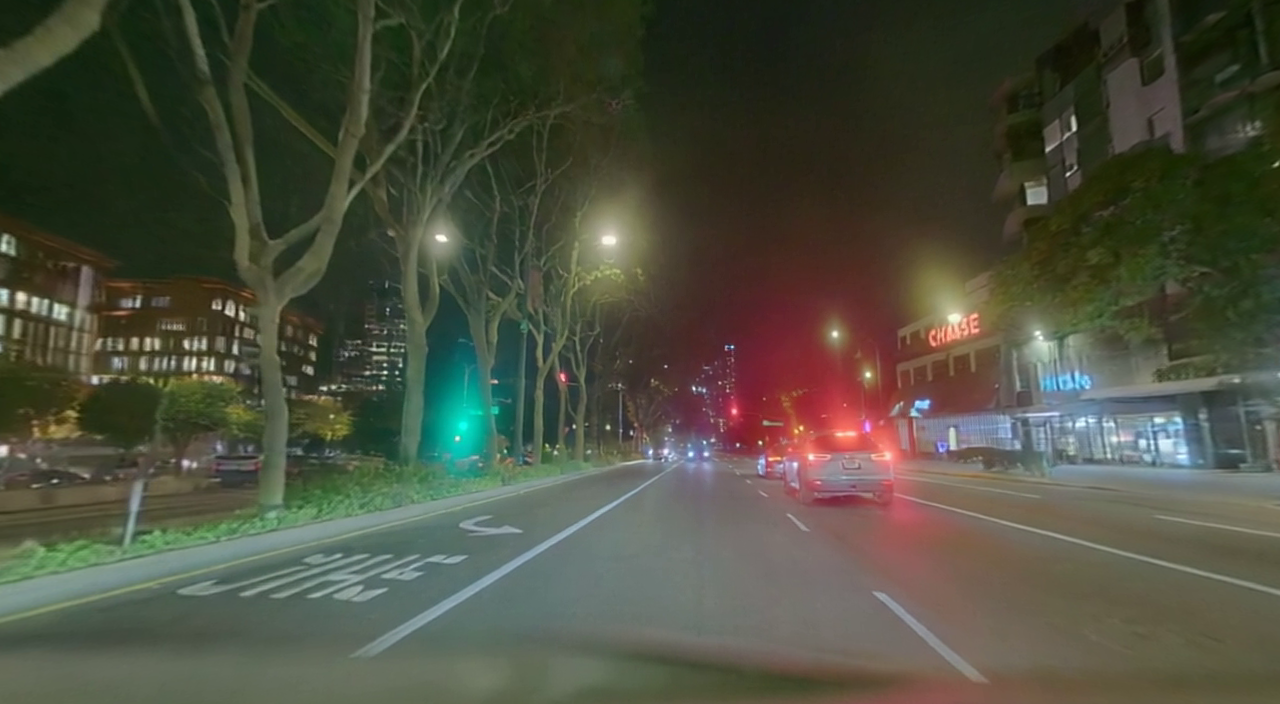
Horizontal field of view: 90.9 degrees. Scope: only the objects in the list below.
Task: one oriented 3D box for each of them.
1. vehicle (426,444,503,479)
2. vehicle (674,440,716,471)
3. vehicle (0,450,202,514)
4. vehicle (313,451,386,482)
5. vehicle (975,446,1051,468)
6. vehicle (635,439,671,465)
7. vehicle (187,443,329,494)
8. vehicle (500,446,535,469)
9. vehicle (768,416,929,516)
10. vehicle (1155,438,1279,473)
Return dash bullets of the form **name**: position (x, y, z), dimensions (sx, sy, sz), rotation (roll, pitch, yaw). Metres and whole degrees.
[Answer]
- **vehicle**: position (-8.409, 5.265, 30.645), dimensions (2.047, 1.572, 4.472), rotation (-1, -8, 6)
- **vehicle**: position (2.963, 5.449, 33.412), dimensions (2.059, 1.477, 3.988), rotation (-1, -8, 7)
- **vehicle**: position (-15.955, 3.786, 18.959), dimensions (1.937, 1.605, 4.531), rotation (-1, -8, 6)
- **vehicle**: position (-15.321, 6.054, 33.555), dimensions (1.804, 1.437, 4.560), rotation (0, -8, -1)
- **vehicle**: position (27.039, 7.615, 45.812), dimensions (4.361, 1.429, 1.843), rotation (0, -9, 11)
- **vehicle**: position (0.974, 6.940, 43.937), dimensions (2.057, 1.678, 4.639), rotation (-1, -8, 7)
- **vehicle**: position (-15.873, 4.827, 26.729), dimensions (2.200, 1.884, 5.653), rotation (-1, -8, 4)
- **vehicle**: position (-8.647, 7.452, 44.735), dimensions (1.884, 1.456, 4.356), rotation (0, -8, -3)
- **vehicle**: position (4.322, 2.448, 14.084), dimensions (2.282, 1.797, 4.924), rotation (-1, -8, 5)
- **vehicle**: position (28.640, 5.028, 30.561), dimensions (2.043, 1.496, 5.210), rotation (3, -10, -21)
